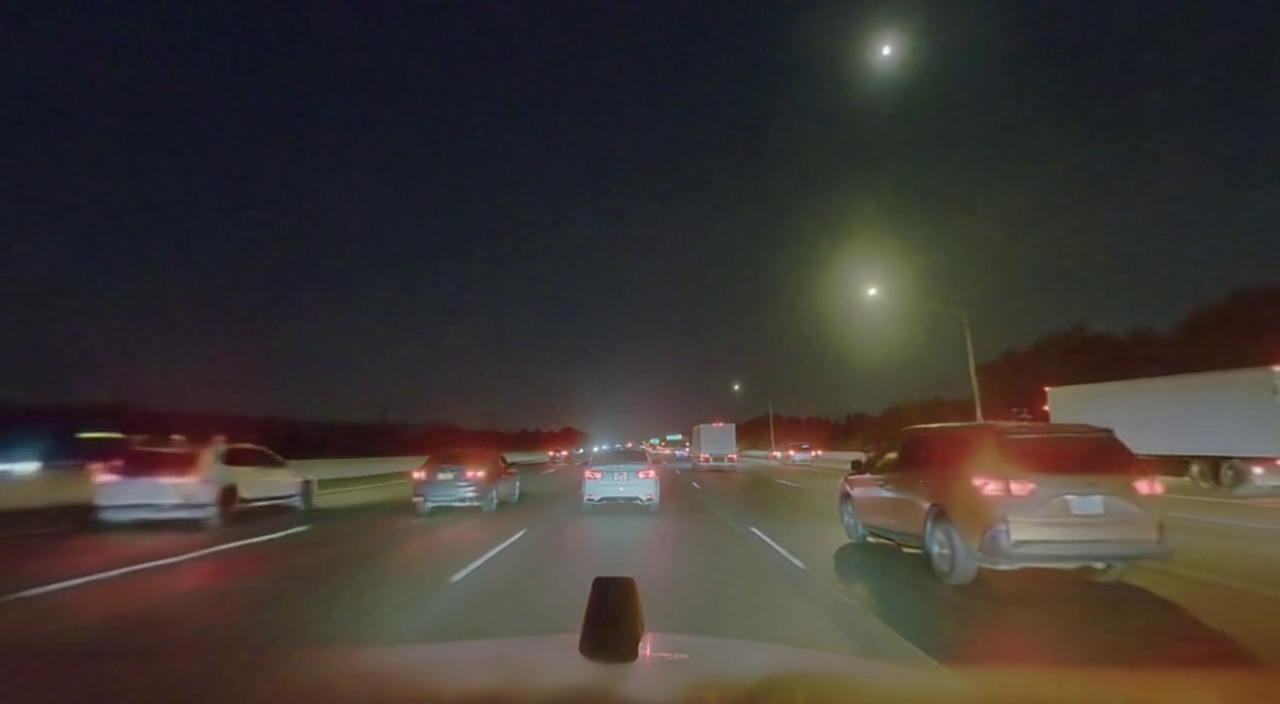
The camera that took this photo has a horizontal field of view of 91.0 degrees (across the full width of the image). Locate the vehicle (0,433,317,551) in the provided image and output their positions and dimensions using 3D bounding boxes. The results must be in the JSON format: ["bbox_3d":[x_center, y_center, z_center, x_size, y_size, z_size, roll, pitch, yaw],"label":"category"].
[{"bbox_3d":[-7.929,2.251,10.910,2.032,1.549,4.850,0,-9,1],"label":"vehicle"}]

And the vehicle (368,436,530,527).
[{"bbox_3d":[-3.688,2.576,13.099,1.926,1.542,4.329,0,-9,1],"label":"vehicle"}]

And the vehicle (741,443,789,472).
[{"bbox_3d":[7.598,6.495,38.794,2.055,1.650,4.241,0,-9,-1],"label":"vehicle"}]

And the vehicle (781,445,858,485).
[{"bbox_3d":[7.400,4.690,26.413,1.942,1.482,4.250,0,-9,-1],"label":"vehicle"}]

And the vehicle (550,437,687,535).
[{"bbox_3d":[-0.300,2.401,11.892,2.132,1.499,4.038,0,-9,1],"label":"vehicle"}]

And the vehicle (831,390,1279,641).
[{"bbox_3d":[3.596,1.413,6.344,2.053,1.666,4.106,0,-9,0],"label":"vehicle"}]

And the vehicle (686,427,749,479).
[{"bbox_3d":[3.689,4.991,31.108,2.440,2.313,5.266,0,-9,0],"label":"vehicle"}]
